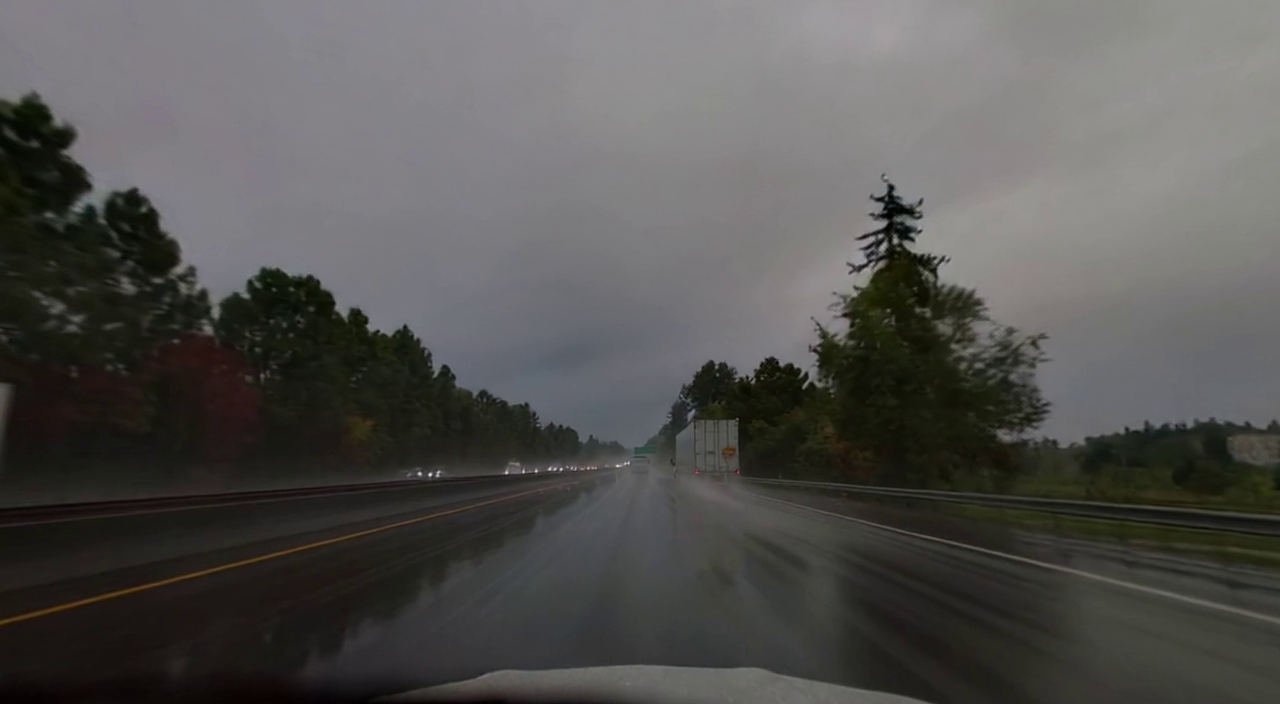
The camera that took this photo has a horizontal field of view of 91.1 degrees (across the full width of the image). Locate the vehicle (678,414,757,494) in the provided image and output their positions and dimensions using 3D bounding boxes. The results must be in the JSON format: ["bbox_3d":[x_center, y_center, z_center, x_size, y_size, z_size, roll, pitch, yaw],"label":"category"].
[{"bbox_3d":[4.388,6.441,38.947,3.139,3.999,13.840,1,-10,0],"label":"vehicle"}]
